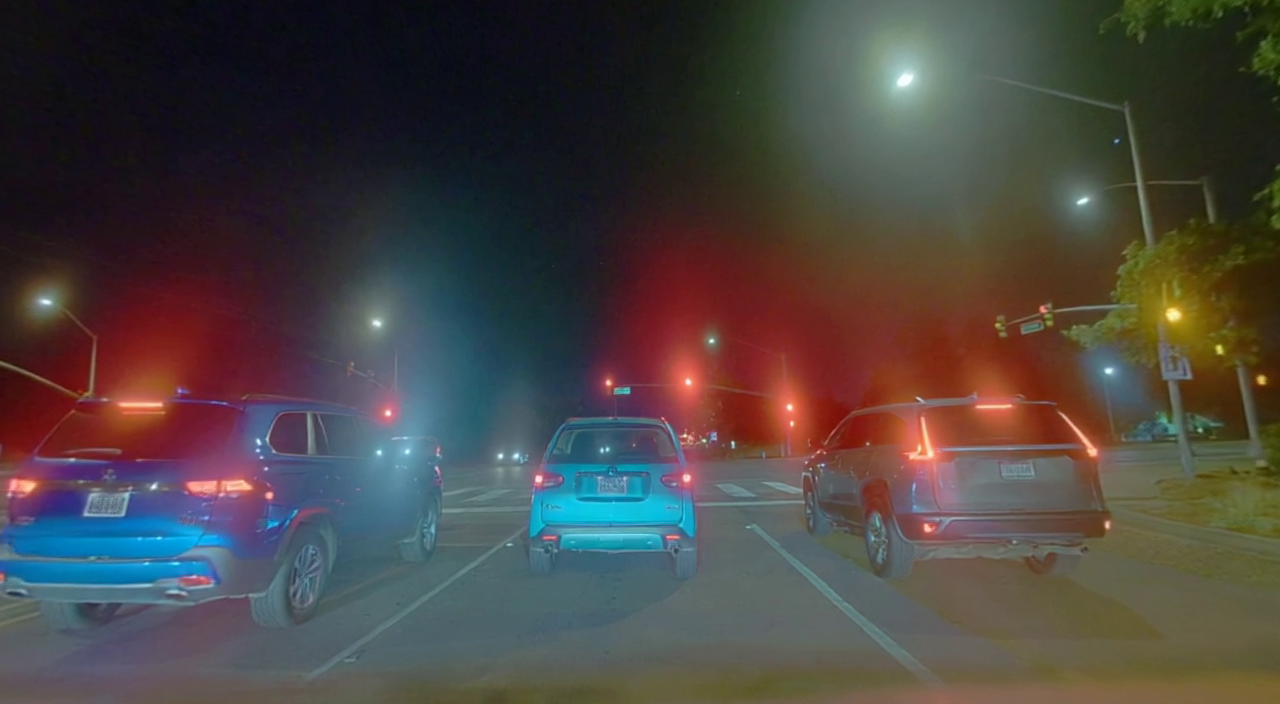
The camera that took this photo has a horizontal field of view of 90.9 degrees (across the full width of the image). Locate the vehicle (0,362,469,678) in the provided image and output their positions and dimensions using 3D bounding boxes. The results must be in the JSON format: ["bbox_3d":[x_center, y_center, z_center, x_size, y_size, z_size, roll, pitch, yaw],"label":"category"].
[{"bbox_3d":[-3.273,1.279,5.903,2.047,1.810,4.414,0,-8,1],"label":"vehicle"}]

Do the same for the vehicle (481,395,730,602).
[{"bbox_3d":[-0.231,1.512,7.315,2.067,1.702,3.987,0,-8,2],"label":"vehicle"}]

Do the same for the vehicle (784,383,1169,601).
[{"bbox_3d":[3.283,1.479,7.512,2.083,1.779,4.532,0,-8,0],"label":"vehicle"}]

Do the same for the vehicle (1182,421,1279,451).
[{"bbox_3d":[32.819,4.648,34.751,4.175,1.634,1.877,1,-8,-4],"label":"vehicle"}]
